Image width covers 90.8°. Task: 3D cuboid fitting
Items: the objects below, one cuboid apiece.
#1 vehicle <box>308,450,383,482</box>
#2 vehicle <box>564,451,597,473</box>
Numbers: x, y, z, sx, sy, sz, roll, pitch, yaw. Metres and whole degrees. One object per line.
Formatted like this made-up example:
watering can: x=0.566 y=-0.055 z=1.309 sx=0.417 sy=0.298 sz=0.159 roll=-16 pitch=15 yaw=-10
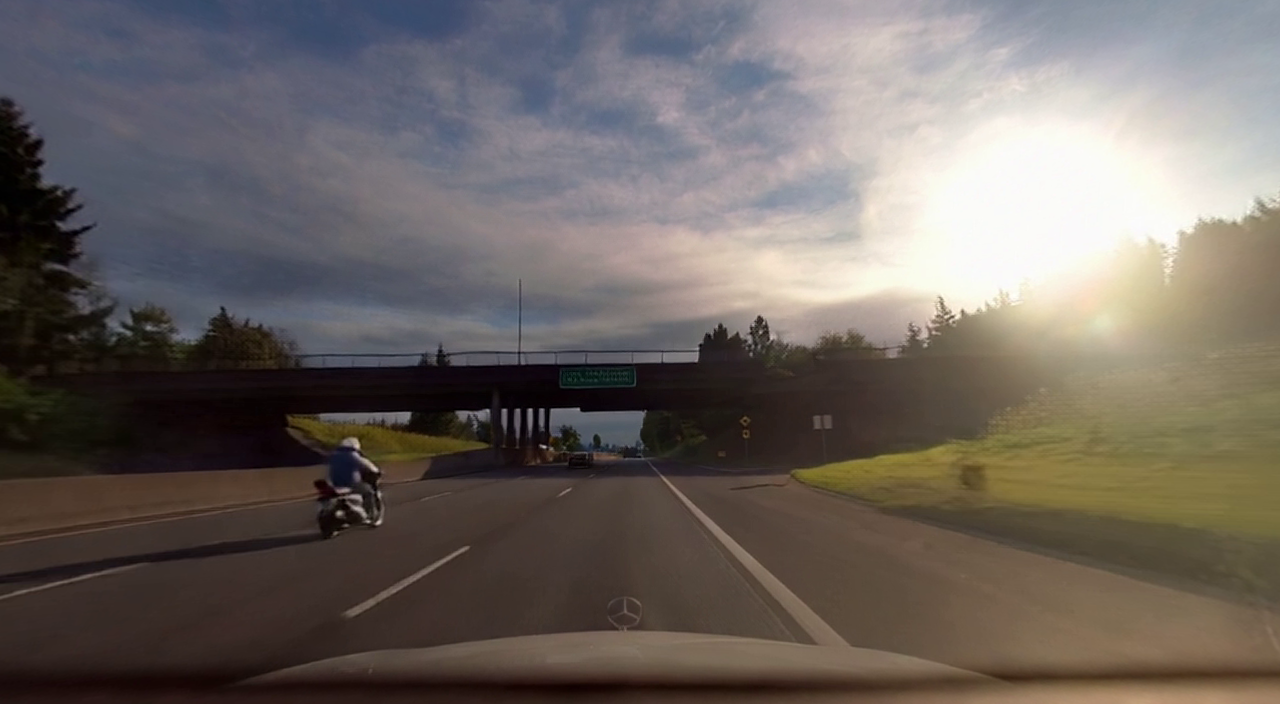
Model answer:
vehicle: x=-16.376 y=6.337 z=35.333 sx=1.951 sy=1.637 sz=4.647 roll=0 pitch=-9 yaw=0
vehicle: x=-4.237 y=7.916 z=45.745 sx=1.992 sy=1.504 sz=4.117 roll=0 pitch=-9 yaw=0
